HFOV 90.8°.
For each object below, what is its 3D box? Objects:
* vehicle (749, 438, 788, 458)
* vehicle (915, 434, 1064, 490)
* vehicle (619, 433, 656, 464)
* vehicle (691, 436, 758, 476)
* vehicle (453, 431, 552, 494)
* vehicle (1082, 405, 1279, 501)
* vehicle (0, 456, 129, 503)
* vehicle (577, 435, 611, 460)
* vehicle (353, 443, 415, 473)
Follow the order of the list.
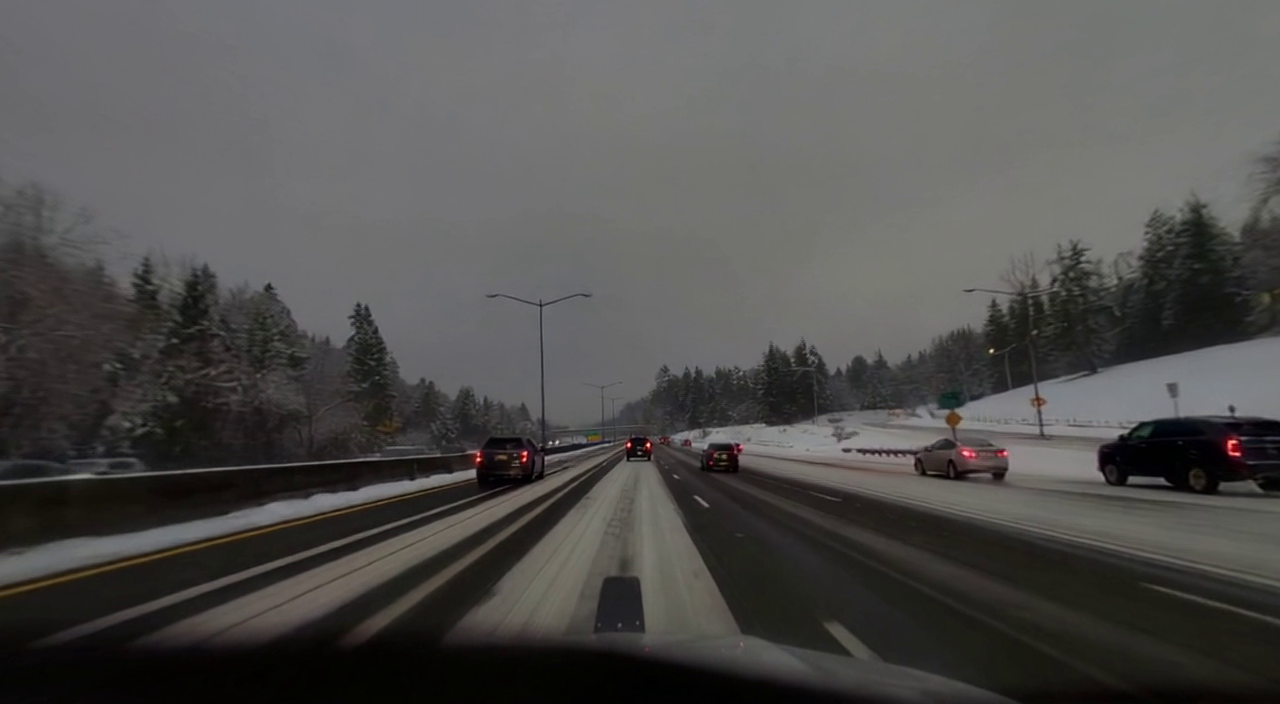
[{"bbox_3d":[9.841,7.369,48.604,1.945,1.461,4.230,0,-8,-2],"label":"vehicle"},{"bbox_3d":[9.593,3.034,17.761,1.910,1.384,3.867,0,-8,-1],"label":"vehicle"},{"bbox_3d":[-0.181,6.064,39.828,2.192,1.813,4.864,0,-8,0],"label":"vehicle"},{"bbox_3d":[3.293,4.181,25.569,2.007,1.469,4.337,0,-8,-1],"label":"vehicle"},{"bbox_3d":[-3.969,3.246,18.961,1.992,1.651,4.185,0,-8,0],"label":"vehicle"},{"bbox_3d":[12.912,2.255,14.373,2.076,1.799,4.871,0,-8,-1],"label":"vehicle"},{"bbox_3d":[-22.842,4.872,24.565,2.028,1.520,4.654,0,-8,0],"label":"vehicle"},{"bbox_3d":[-3.511,7.490,49.391,2.294,1.825,4.932,0,-8,0],"label":"vehicle"},{"bbox_3d":[-13.066,5.426,32.438,1.617,1.421,3.520,0,-8,1],"label":"vehicle"}]
